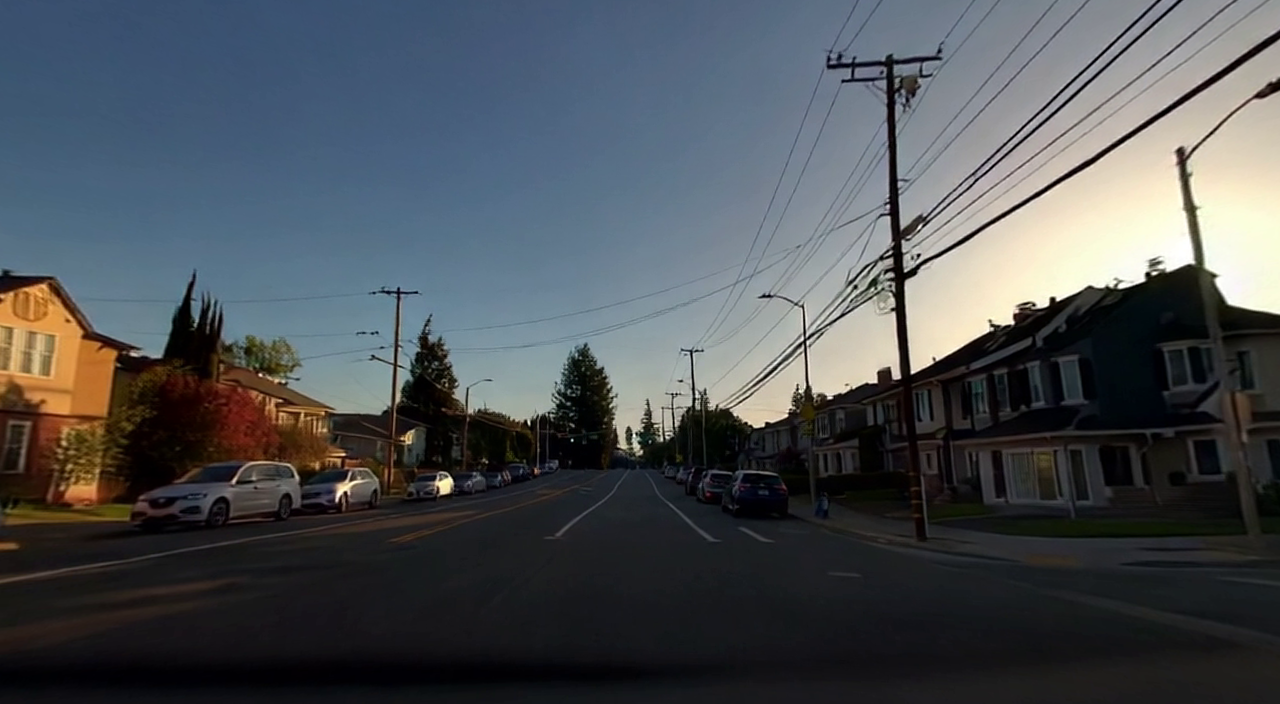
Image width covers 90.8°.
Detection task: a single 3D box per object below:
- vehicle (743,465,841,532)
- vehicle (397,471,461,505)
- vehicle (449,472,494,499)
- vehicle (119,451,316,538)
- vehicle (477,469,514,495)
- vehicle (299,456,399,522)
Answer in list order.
[{"bbox_3d":[4.411,4.278,18.994,1.867,1.680,4.176,0,-9,0],"label":"vehicle"},{"bbox_3d":[-11.128,7.203,33.667,2.051,1.520,4.374,0,-9,-2],"label":"vehicle"},{"bbox_3d":[-11.351,9.016,42.909,1.903,1.535,4.342,0,-9,-1],"label":"vehicle"},{"bbox_3d":[-11.096,3.702,17.171,2.056,1.980,4.763,0,-9,-1],"label":"vehicle"},{"bbox_3d":[-11.222,10.116,49.504,1.948,1.777,4.546,0,-9,-2],"label":"vehicle"},{"bbox_3d":[-11.308,5.263,24.877,1.926,1.998,4.447,-4,-6,-1],"label":"vehicle"}]
